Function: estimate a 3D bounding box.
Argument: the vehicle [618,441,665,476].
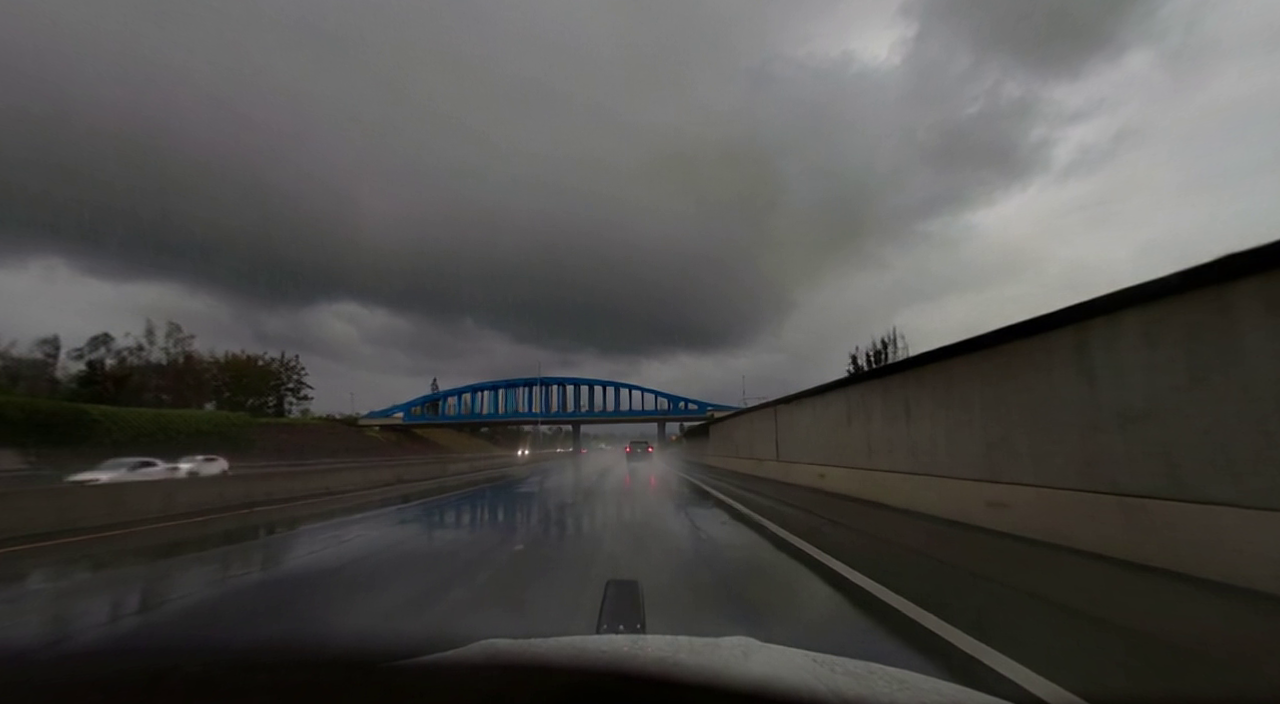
[{"bbox_3d":[0.037,5.623,33.576,2.299,1.716,4.579,0,-9,-1],"label":"vehicle"}]

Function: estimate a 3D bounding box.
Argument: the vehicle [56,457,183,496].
[{"bbox_3d":[-21.750,5.174,26.601,1.807,1.436,4.163,0,-9,-1],"label":"vehicle"}]
